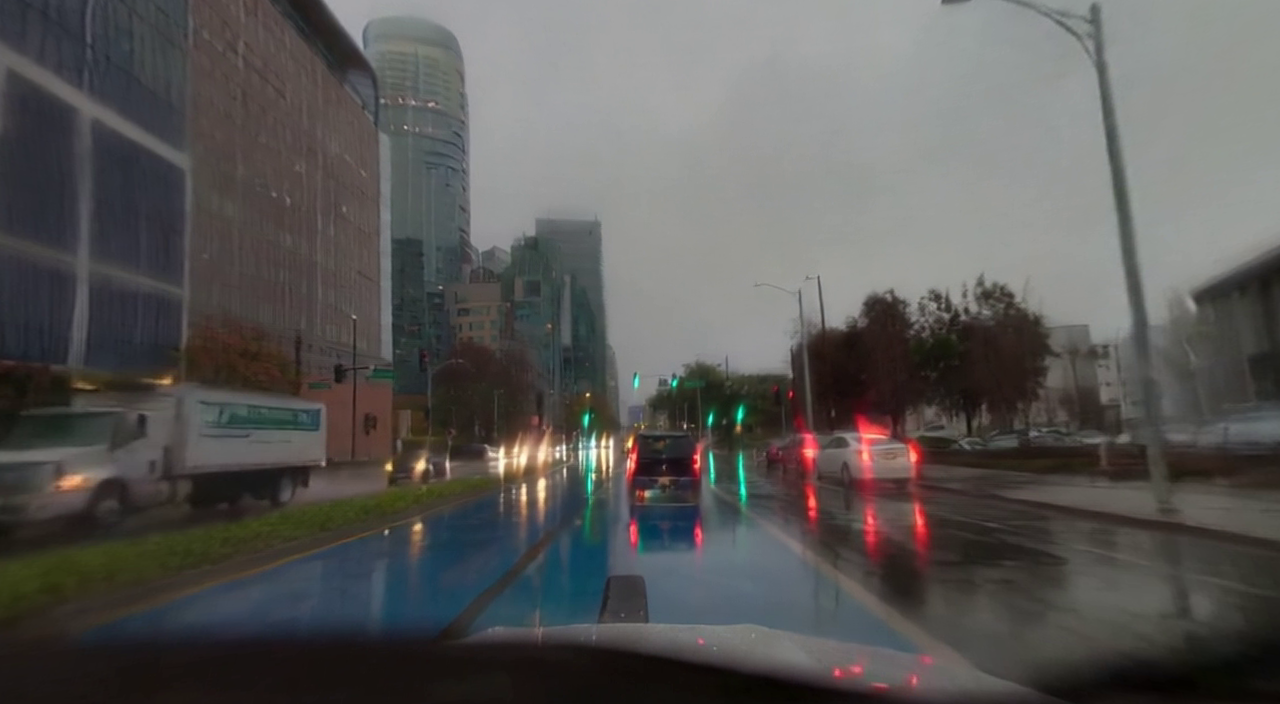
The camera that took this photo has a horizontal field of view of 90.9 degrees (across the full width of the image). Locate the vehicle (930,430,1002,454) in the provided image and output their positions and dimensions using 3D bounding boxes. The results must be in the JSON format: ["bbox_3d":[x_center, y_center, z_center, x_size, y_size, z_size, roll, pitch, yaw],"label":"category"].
[{"bbox_3d":[23.207,6.412,44.990,3.973,1.623,2.024,-1,-9,0],"label":"vehicle"}]

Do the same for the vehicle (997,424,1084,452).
[{"bbox_3d":[28.435,6.157,44.903,4.655,1.852,2.161,-1,-10,-2],"label":"vehicle"}]

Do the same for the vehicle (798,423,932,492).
[{"bbox_3d":[6.660,3.214,19.408,2.205,1.823,5.078,0,-9,0],"label":"vehicle"}]

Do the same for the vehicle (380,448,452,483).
[{"bbox_3d":[-10.688,5.426,30.447,2.019,1.547,4.315,0,-9,-2],"label":"vehicle"}]

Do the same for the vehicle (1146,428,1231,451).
[{"bbox_3d":[38.859,6.220,44.764,4.286,1.625,1.809,0,-8,0],"label":"vehicle"}]

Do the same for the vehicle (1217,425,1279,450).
[{"bbox_3d":[43.946,6.095,44.657,3.934,1.710,2.114,-1,-9,4],"label":"vehicle"}]

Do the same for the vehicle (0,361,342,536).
[{"bbox_3d":[-13.542,2.953,19.514,3.101,3.878,10.902,0,-9,1],"label":"vehicle"}]

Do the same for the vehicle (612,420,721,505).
[{"bbox_3d":[0.515,2.649,15.461,2.283,1.773,4.255,0,-9,-1],"label":"vehicle"}]

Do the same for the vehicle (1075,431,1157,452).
[{"bbox_3d":[33.705,6.361,44.742,4.275,1.487,1.781,0,-9,1],"label":"vehicle"}]
